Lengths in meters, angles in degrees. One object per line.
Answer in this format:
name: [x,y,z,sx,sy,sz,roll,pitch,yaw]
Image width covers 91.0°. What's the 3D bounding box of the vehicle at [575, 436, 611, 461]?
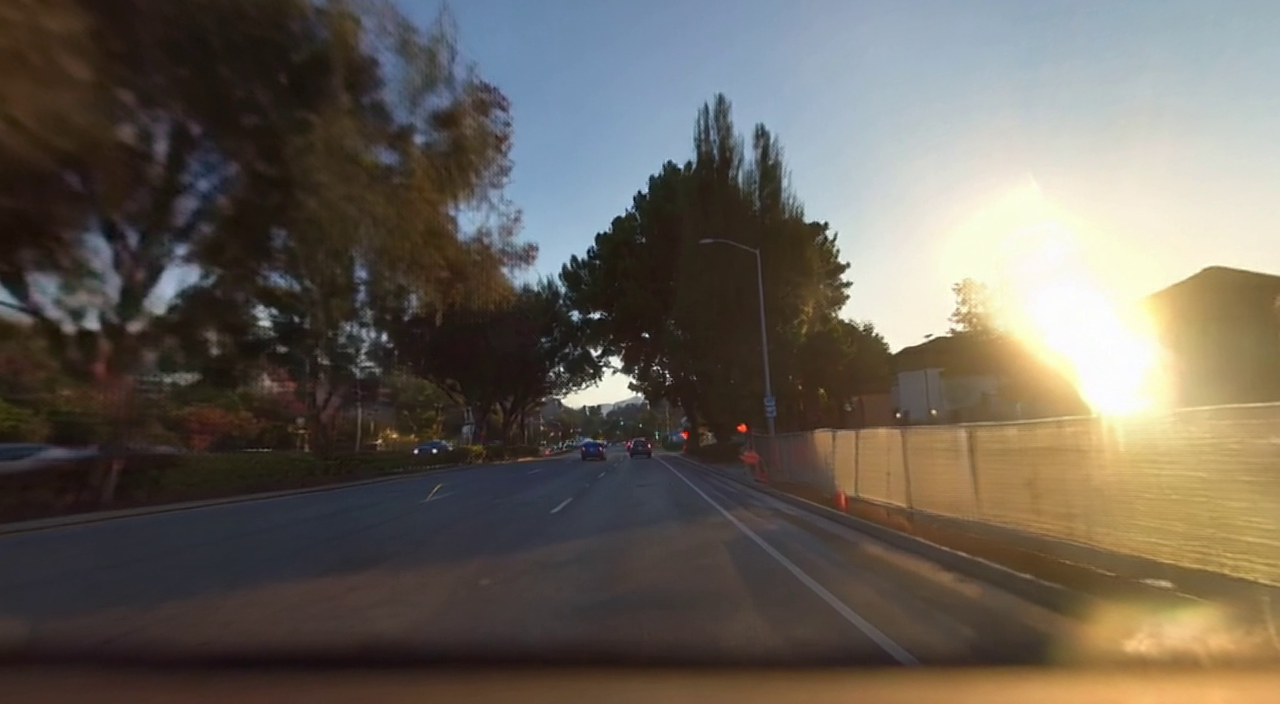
vehicle: [-3.394,7.078,46.205,2.198,1.663,4.519,0,-8,0]
